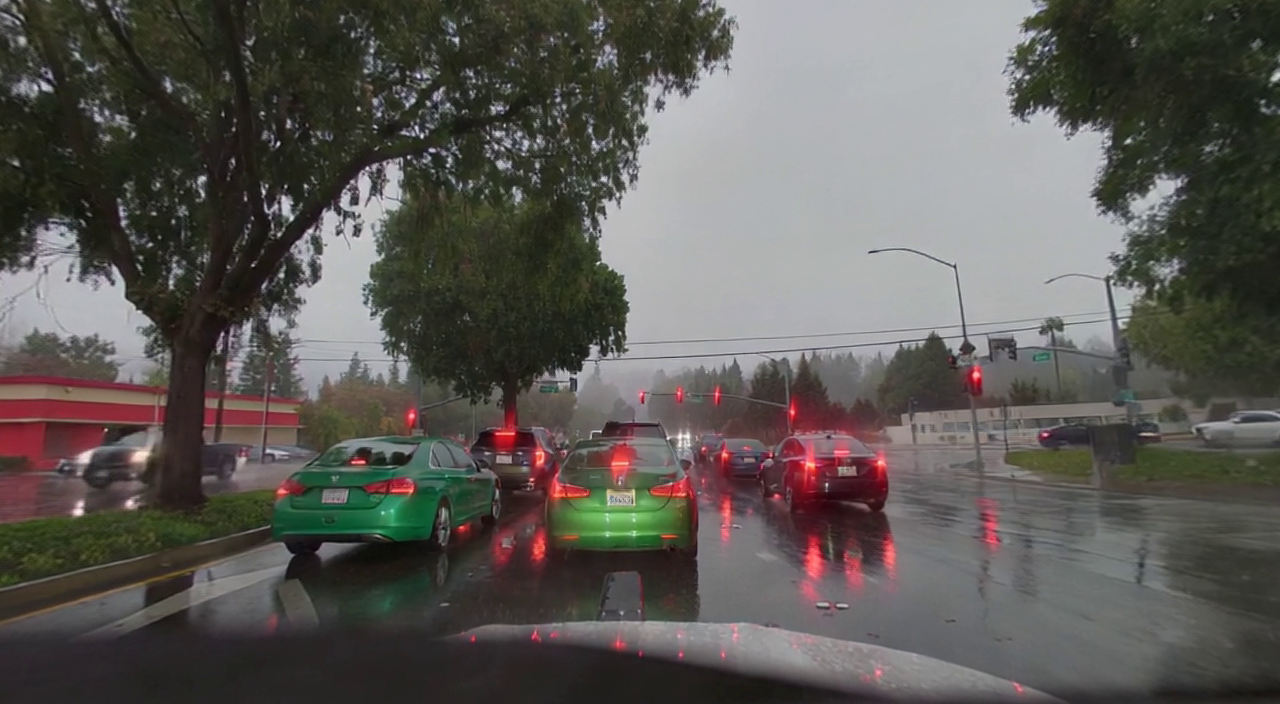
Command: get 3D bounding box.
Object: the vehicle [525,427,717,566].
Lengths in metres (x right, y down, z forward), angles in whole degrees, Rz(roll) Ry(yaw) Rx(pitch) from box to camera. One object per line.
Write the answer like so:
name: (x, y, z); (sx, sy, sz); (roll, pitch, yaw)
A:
vehicle: (-0.209, 1.823, 8.703); (2.041, 1.450, 3.847); (0, -8, 0)

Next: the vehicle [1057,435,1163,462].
vehicle: (30.808, 6.348, 41.634); (5.265, 1.702, 1.930); (-5, -9, 28)

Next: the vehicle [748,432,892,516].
vehicle: (3.553, 2.462, 13.262); (1.880, 1.476, 3.932); (0, -8, 1)

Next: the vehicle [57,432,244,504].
vehicle: (-13.302, 3.148, 17.634); (2.082, 1.704, 4.488); (1, -8, -8)

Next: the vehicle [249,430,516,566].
vehicle: (-3.201, 1.883, 8.948); (1.917, 1.441, 4.128); (-1, -8, 2)
